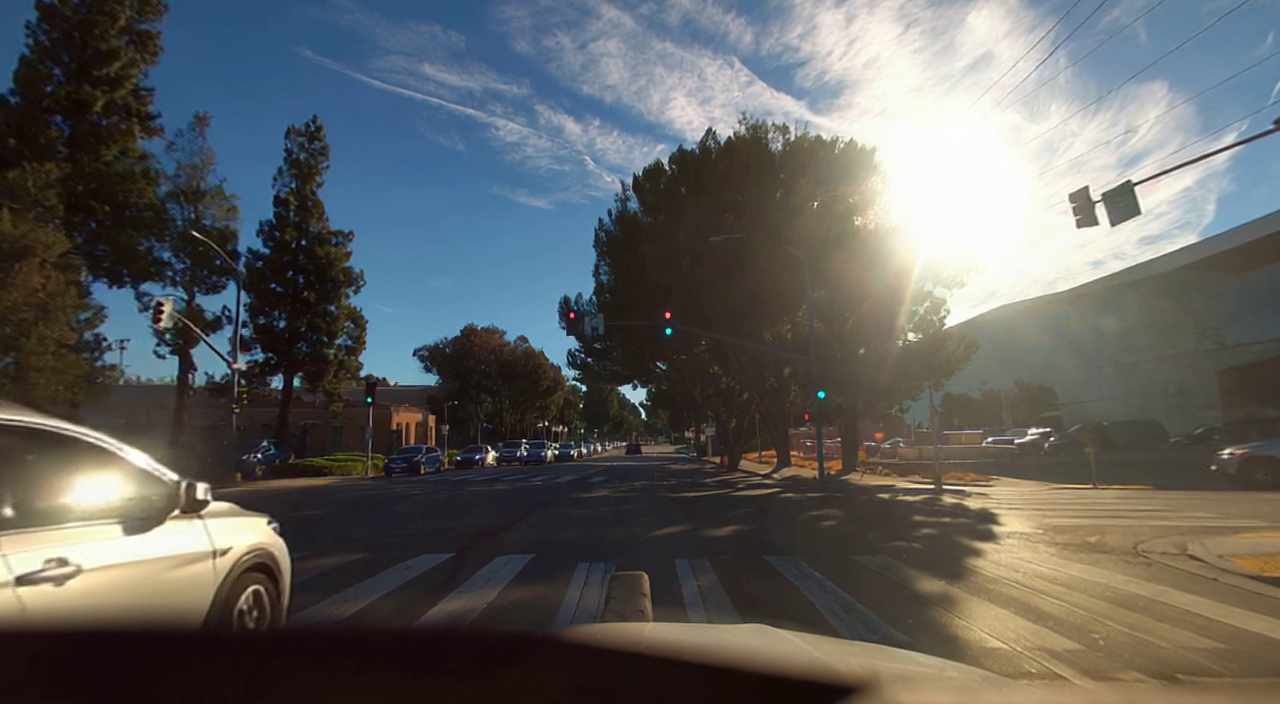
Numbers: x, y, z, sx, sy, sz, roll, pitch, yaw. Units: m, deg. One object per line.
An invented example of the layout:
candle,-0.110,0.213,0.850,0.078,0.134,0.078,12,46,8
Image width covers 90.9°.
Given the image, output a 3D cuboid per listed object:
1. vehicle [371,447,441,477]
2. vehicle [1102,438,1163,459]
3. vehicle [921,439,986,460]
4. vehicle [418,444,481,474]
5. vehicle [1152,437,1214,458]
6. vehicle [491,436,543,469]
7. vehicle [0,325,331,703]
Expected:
vehicle,-12.997,6.120,35.363,2.011,1.480,4.747,0,-8,2
vehicle,38.485,7.565,49.391,1.837,1.514,4.786,-2,-9,12
vehicle,21.499,6.677,43.258,3.576,1.425,1.702,2,-8,-11
vehicle,-10.633,5.971,35.601,2.041,1.548,4.868,0,-8,0
vehicle,41.073,7.233,47.768,1.767,1.456,4.191,-4,-10,15
vehicle,-7.177,5.911,37.399,2.081,1.818,4.782,0,-8,1
vehicle,-3.507,0.856,2.848,2.000,1.789,4.638,1,-8,-2
